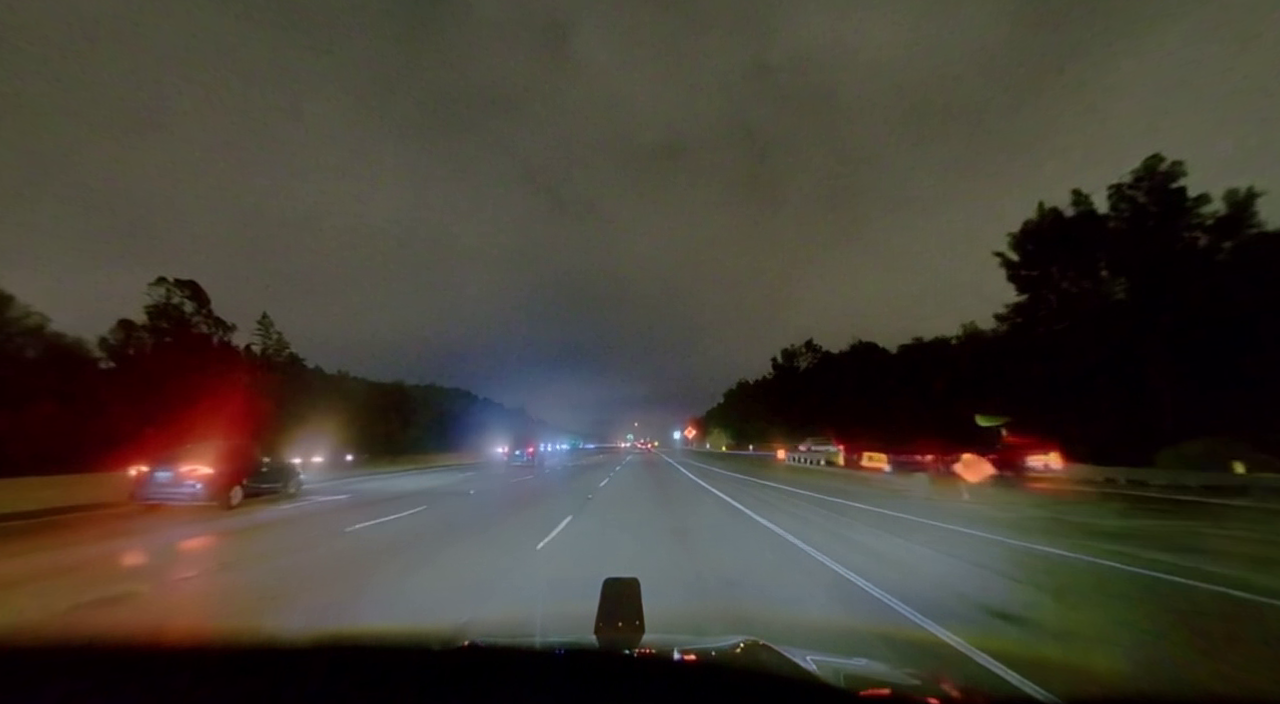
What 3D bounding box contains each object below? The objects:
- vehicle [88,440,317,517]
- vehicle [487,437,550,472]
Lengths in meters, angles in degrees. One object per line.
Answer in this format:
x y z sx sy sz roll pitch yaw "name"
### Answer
-9.960 2.885 14.939 2.122 1.511 4.576 0 -9 0 "vehicle"
-6.428 5.475 33.794 2.402 1.733 4.512 0 -9 1 "vehicle"
